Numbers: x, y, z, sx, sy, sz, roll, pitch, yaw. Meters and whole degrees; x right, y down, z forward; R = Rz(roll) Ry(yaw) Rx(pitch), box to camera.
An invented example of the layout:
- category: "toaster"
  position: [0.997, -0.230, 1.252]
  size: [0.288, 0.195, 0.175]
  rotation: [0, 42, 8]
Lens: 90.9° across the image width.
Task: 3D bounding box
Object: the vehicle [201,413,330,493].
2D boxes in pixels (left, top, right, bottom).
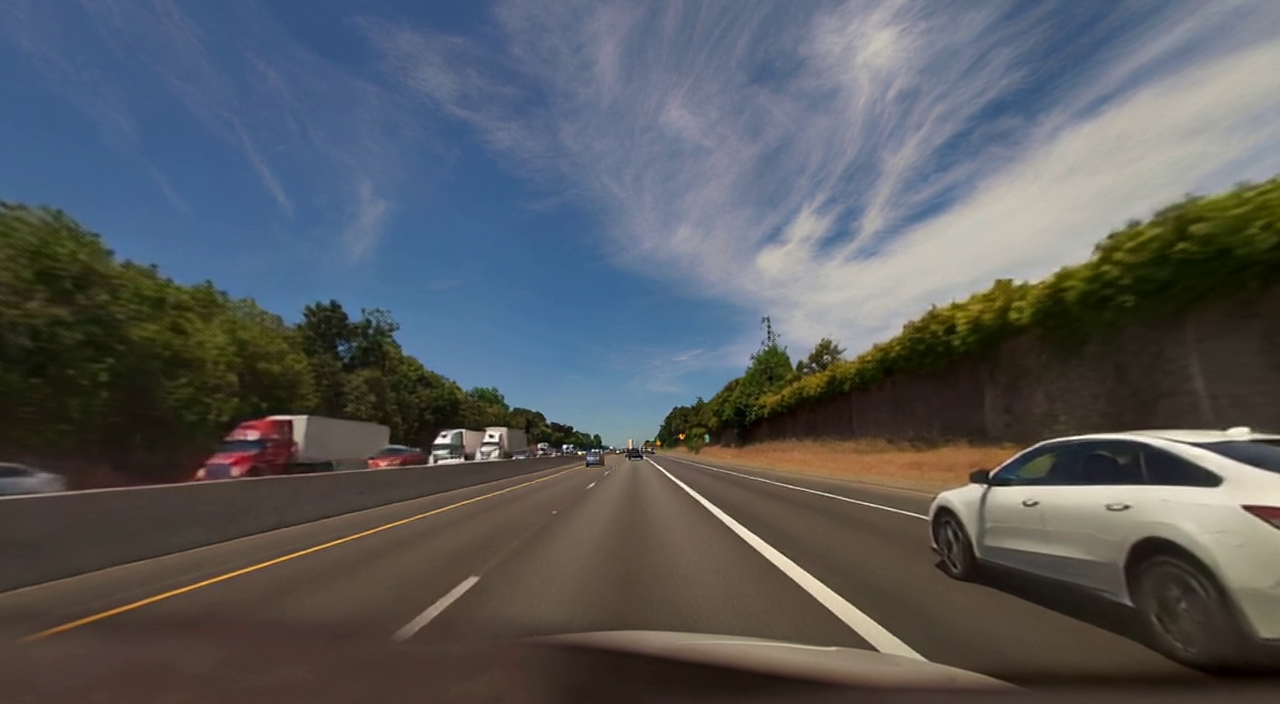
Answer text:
- category: "vehicle"
  position: [-20.470, 5.595, 35.044]
  size: [2.971, 3.945, 6.653]
  rotation: [0, -9, 0]

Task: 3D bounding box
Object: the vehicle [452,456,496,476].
- category: "vehicle"
  position: [-11.792, 8.106, 45.008]
  size: [1.930, 1.372, 3.971]
  rotation: [-1, -9, 3]

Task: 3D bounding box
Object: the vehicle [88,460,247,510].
- category: "vehicle"
  position: [-16.099, 4.515, 21.884]
  size: [1.878, 1.452, 4.765]
  rotation: [0, -9, -1]

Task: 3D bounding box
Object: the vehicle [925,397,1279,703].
- category: "vehicle"
  position: [3.852, 1.139, 3.942]
  size: [2.053, 1.504, 4.386]
  rotation: [0, -9, 0]

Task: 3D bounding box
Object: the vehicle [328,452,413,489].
- category: "vehicle"
  position: [-11.756, 5.169, 27.801]
  size: [1.859, 1.455, 4.185]
  rotation: [0, -9, 0]
